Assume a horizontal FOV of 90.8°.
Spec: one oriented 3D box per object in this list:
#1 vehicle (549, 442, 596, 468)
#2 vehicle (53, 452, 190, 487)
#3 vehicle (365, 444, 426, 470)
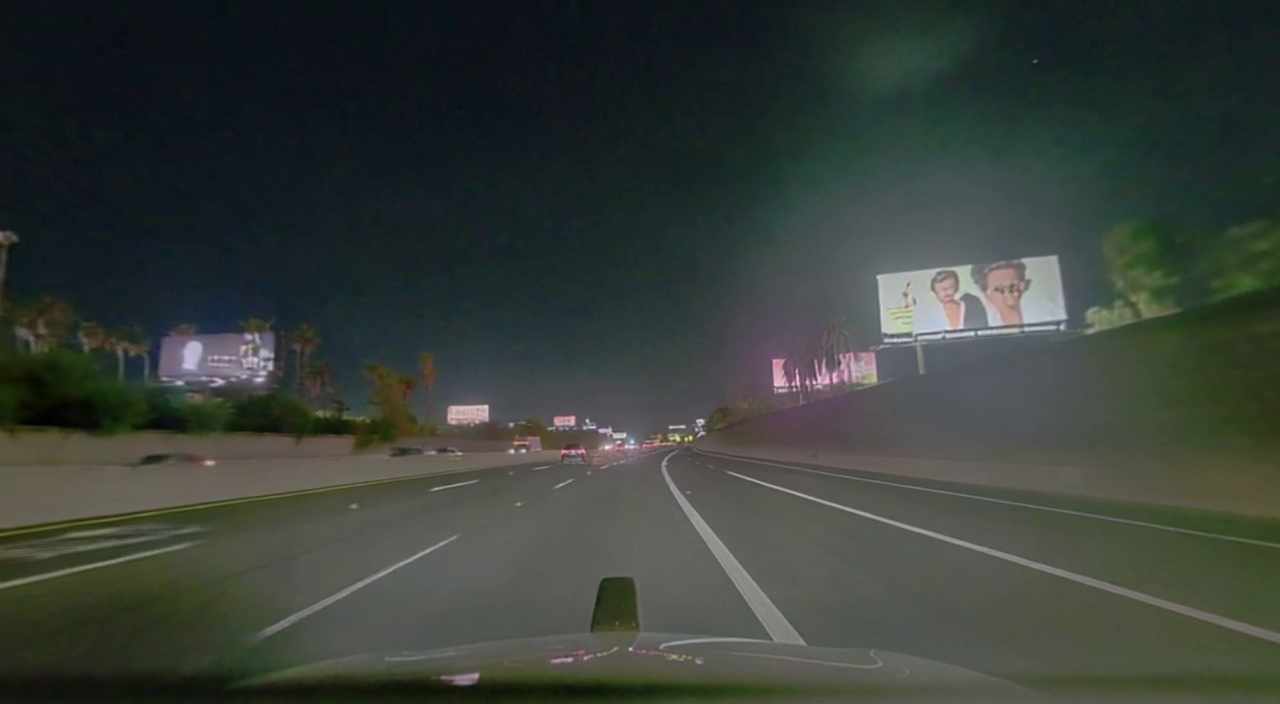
[{"bbox_3d":[-3.959,6.111,37.660,2.078,1.457,4.648,0,-8,3],"label":"vehicle"},{"bbox_3d":[-21.889,4.946,26.957,1.880,1.321,4.644,0,-8,1],"label":"vehicle"},{"bbox_3d":[-14.552,6.274,37.860,1.927,1.463,3.932,0,-8,3],"label":"vehicle"}]
